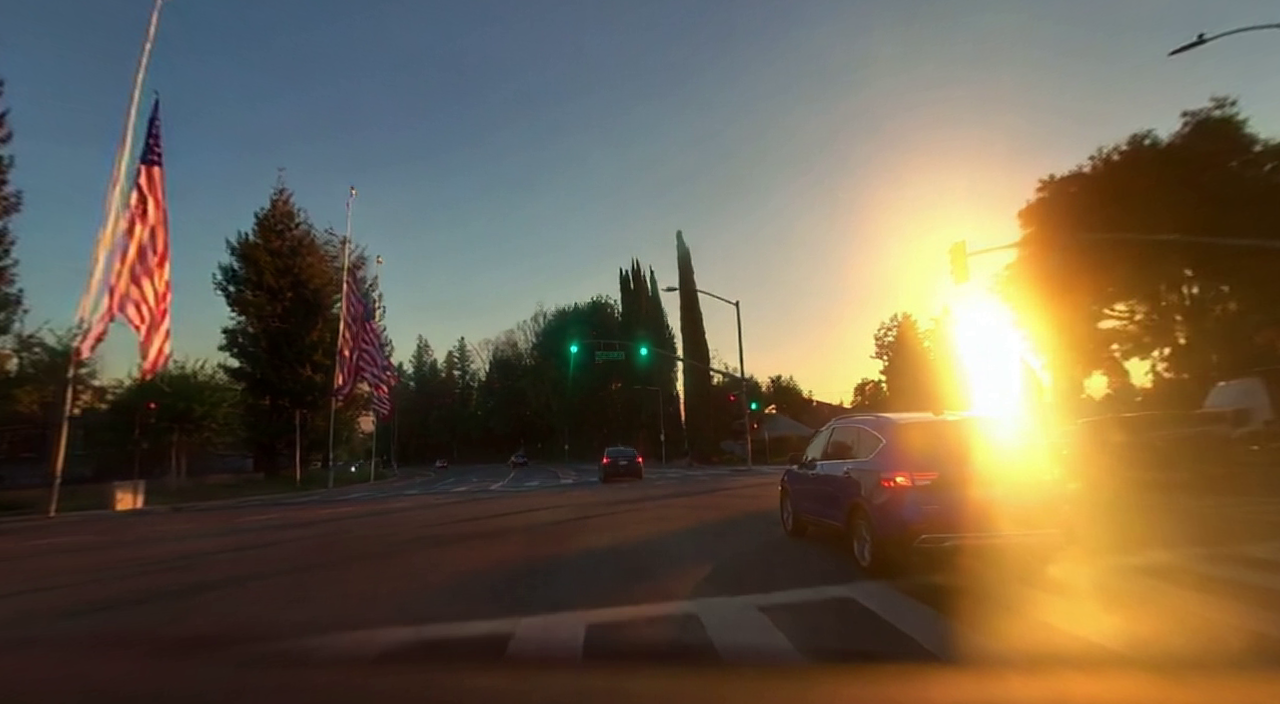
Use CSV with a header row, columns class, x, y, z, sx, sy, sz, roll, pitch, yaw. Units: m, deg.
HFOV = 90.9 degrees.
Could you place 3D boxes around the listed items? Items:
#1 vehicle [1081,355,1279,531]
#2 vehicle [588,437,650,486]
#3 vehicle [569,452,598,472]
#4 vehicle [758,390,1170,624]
class,x,y,z,sx,sy,sz,roll,pitch,yaw
vehicle,9.456,1.458,10.260,2.578,2.251,4.782,-4,-9,22
vehicle,-0.989,4.498,26.294,2.185,1.822,4.583,1,-8,-7
vehicle,-4.504,8.613,49.592,1.887,1.458,4.275,1,-8,-10
vehicle,2.798,1.455,6.947,2.024,1.686,4.588,0,-8,-1
